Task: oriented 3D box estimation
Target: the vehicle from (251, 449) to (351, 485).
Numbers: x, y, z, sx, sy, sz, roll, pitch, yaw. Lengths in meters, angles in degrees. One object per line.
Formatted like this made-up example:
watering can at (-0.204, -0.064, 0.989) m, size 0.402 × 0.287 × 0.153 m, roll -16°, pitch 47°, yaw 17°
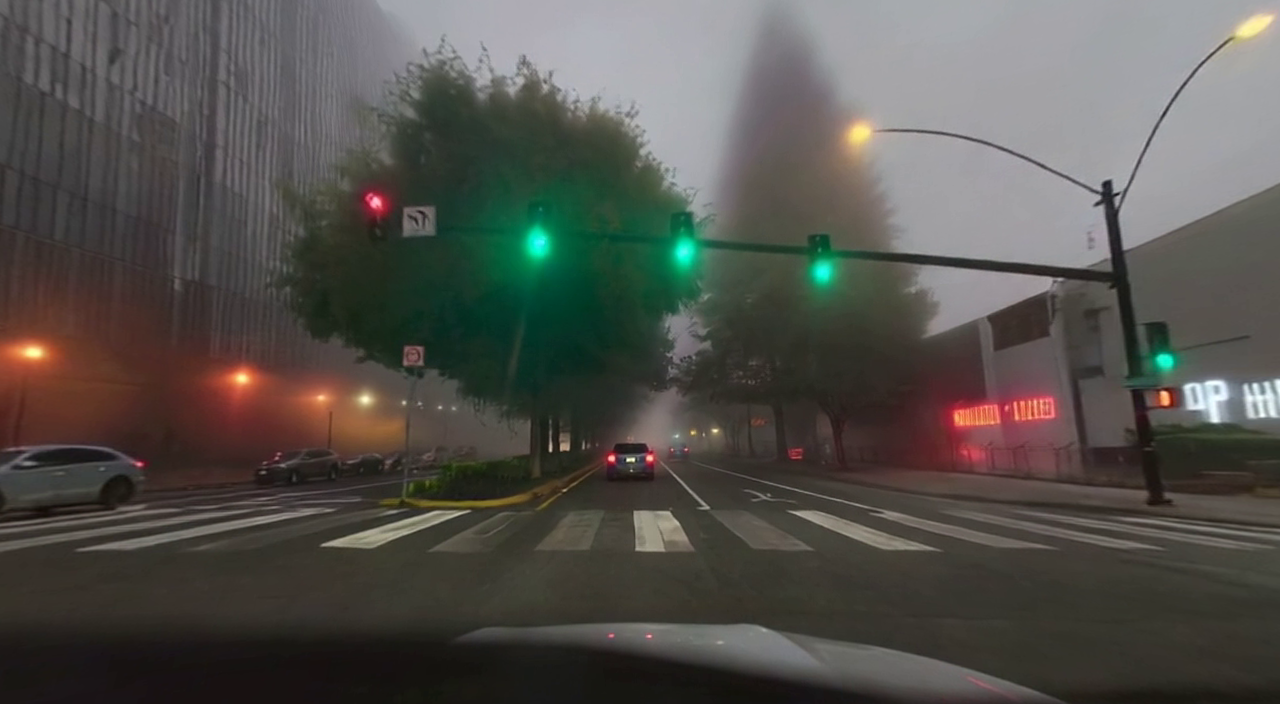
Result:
vehicle at (-16.215, 5.506, 30.618) m, size 2.017 × 1.315 × 5.374 m, roll -5°, pitch -8°, yaw -1°

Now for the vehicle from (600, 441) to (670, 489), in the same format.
vehicle at (-0.181, 3.828, 21.824) m, size 2.144 × 1.398 × 3.963 m, roll 2°, pitch -8°, yaw -1°

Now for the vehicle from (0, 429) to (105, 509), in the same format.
vehicle at (-15.663, 2.774, 14.800) m, size 2.119 × 1.815 × 4.795 m, roll -3°, pitch -8°, yaw -1°

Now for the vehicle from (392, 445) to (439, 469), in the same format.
vehicle at (-17.186, 8.019, 48.617) m, size 2.055 × 1.577 × 4.710 m, roll -4°, pitch -8°, yaw -2°

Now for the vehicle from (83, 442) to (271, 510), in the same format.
vehicle at (-12.315, 3.271, 17.245) m, size 2.000 × 1.507 × 4.286 m, roll -2°, pitch -8°, yaw -2°
